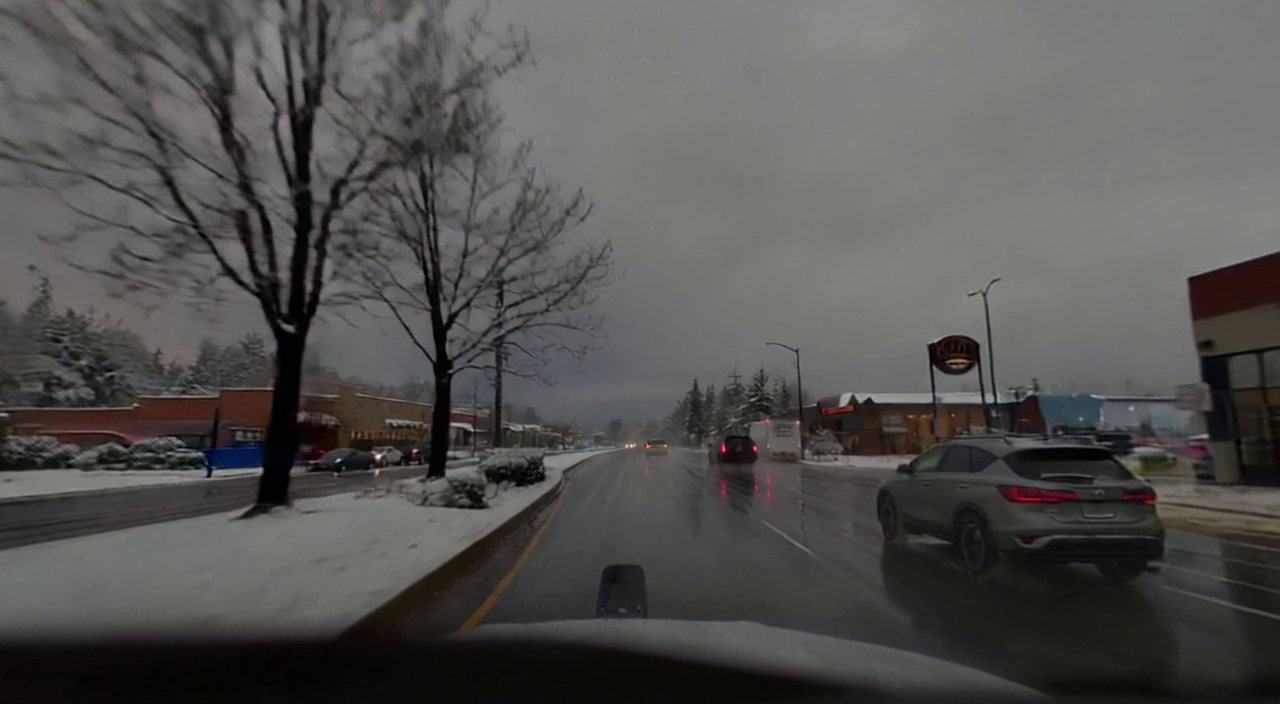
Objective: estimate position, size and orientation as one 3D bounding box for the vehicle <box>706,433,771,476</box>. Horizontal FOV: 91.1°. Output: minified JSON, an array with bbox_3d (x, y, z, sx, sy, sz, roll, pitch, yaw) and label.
[{"bbox_3d":[4.175,4.441,27.329,2.115,1.692,4.189,0,-8,0],"label":"vehicle"}]

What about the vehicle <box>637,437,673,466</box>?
[{"bbox_3d":[0.910,6.036,38.279,2.098,1.682,3.778,0,-8,1],"label":"vehicle"}]

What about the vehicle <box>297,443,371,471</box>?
[{"bbox_3d":[-18.456,6.339,38.117,1.947,1.580,4.857,0,-9,1],"label":"vehicle"}]

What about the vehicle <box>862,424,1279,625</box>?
[{"bbox_3d":[4.215,1.609,6.940,1.908,1.463,4.506,0,-8,1],"label":"vehicle"}]
